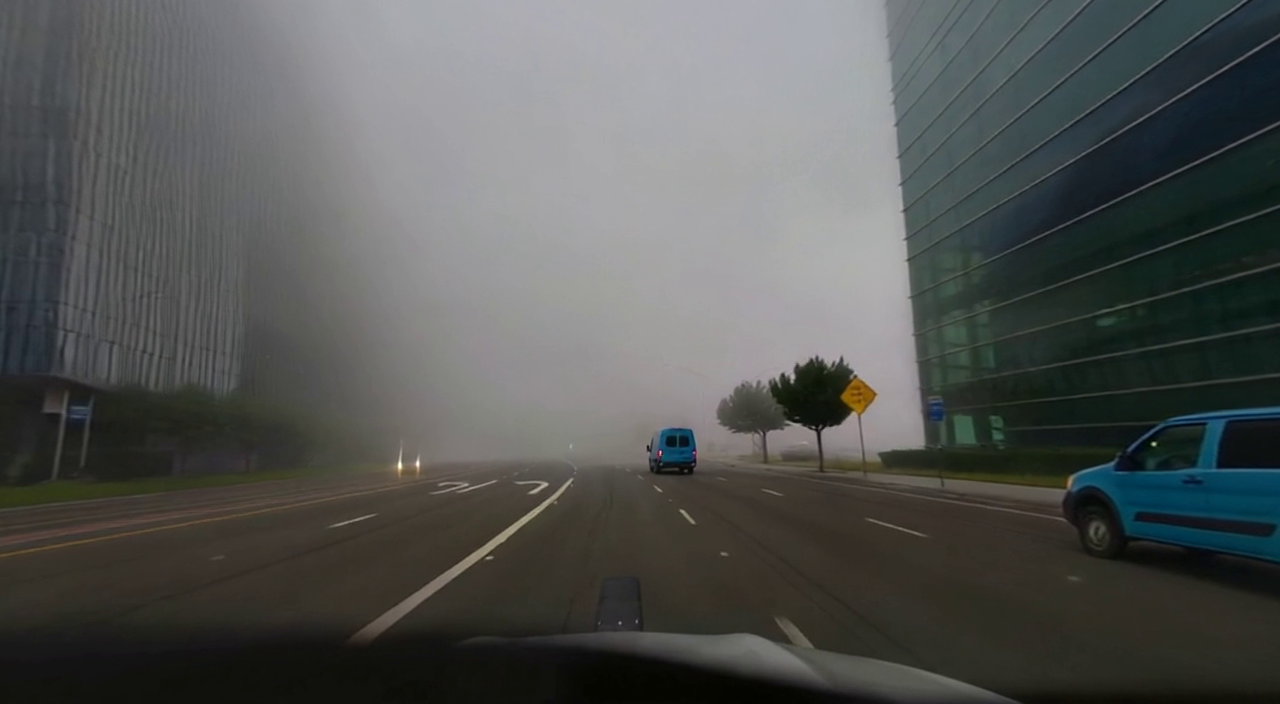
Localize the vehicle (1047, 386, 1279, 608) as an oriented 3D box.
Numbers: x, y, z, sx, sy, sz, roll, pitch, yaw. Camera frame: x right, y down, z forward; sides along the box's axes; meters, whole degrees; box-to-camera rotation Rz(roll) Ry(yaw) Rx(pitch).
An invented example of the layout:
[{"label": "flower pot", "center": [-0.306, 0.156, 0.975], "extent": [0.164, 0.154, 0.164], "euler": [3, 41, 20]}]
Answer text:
[{"label": "vehicle", "center": [6.004, 1.196, 5.351], "extent": [1.992, 1.726, 4.434], "euler": [0, -8, -2]}]

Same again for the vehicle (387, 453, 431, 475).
[{"label": "vehicle", "center": [-16.947, 8.190, 46.384], "extent": [1.893, 1.447, 4.581], "euler": [1, -9, -6]}]

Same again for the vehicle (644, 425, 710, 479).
[{"label": "vehicle", "center": [1.596, 4.597, 29.182], "extent": [2.339, 2.244, 4.817], "euler": [1, -9, -5]}]
